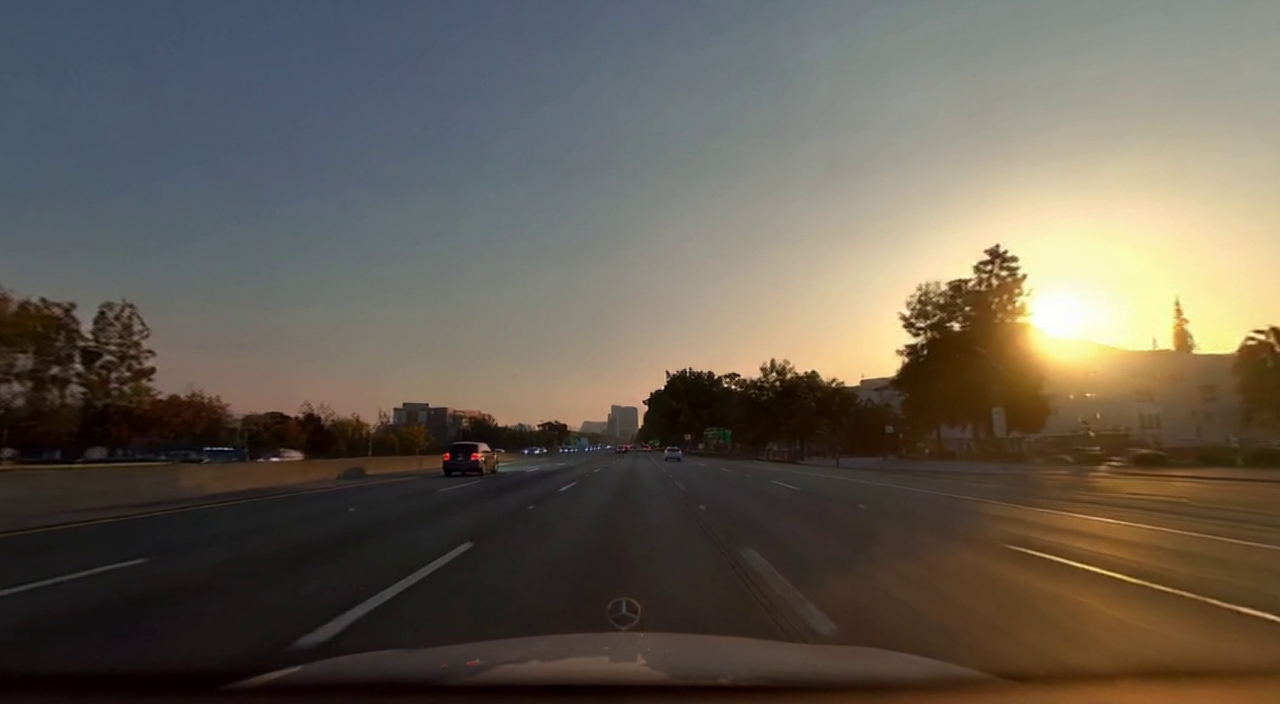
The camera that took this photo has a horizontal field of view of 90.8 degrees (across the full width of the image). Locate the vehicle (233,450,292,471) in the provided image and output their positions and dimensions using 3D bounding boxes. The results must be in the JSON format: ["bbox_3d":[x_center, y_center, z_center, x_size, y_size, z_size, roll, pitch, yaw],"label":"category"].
[{"bbox_3d":[-28.827,8.291,48.370,1.793,1.465,4.385,0,-9,0],"label":"vehicle"}]

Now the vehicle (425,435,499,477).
[{"bbox_3d":[-8.013,4.716,28.853,2.089,1.724,4.327,0,-9,0],"label":"vehicle"}]
